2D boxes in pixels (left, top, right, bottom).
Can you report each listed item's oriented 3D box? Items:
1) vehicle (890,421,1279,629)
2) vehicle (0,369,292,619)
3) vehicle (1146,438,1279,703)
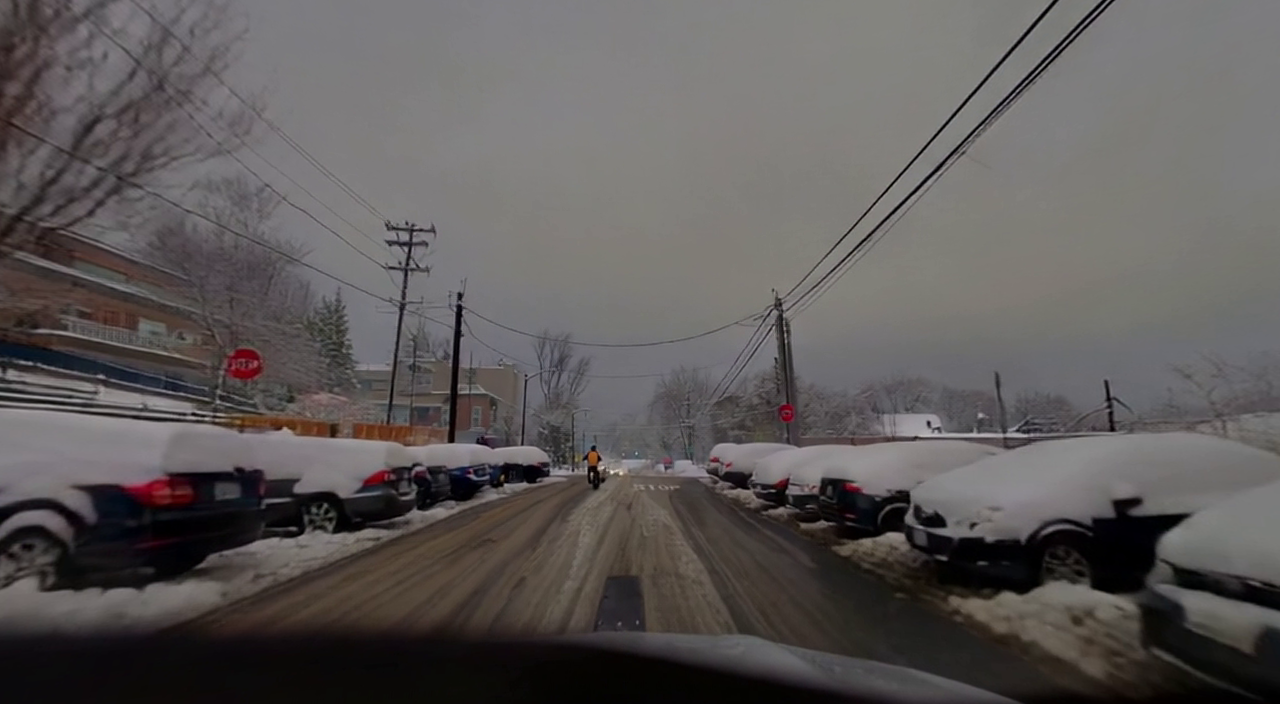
[{"bbox_3d":[4.896,1.516,6.064,4.104,1.603,1.968,0,-9,-1],"label":"vehicle"},{"bbox_3d":[-6.498,1.264,6.279,4.727,1.976,1.970,3,-11,1],"label":"vehicle"},{"bbox_3d":[4.854,0.998,2.180,4.659,1.421,1.771,0,-9,-1],"label":"vehicle"}]
